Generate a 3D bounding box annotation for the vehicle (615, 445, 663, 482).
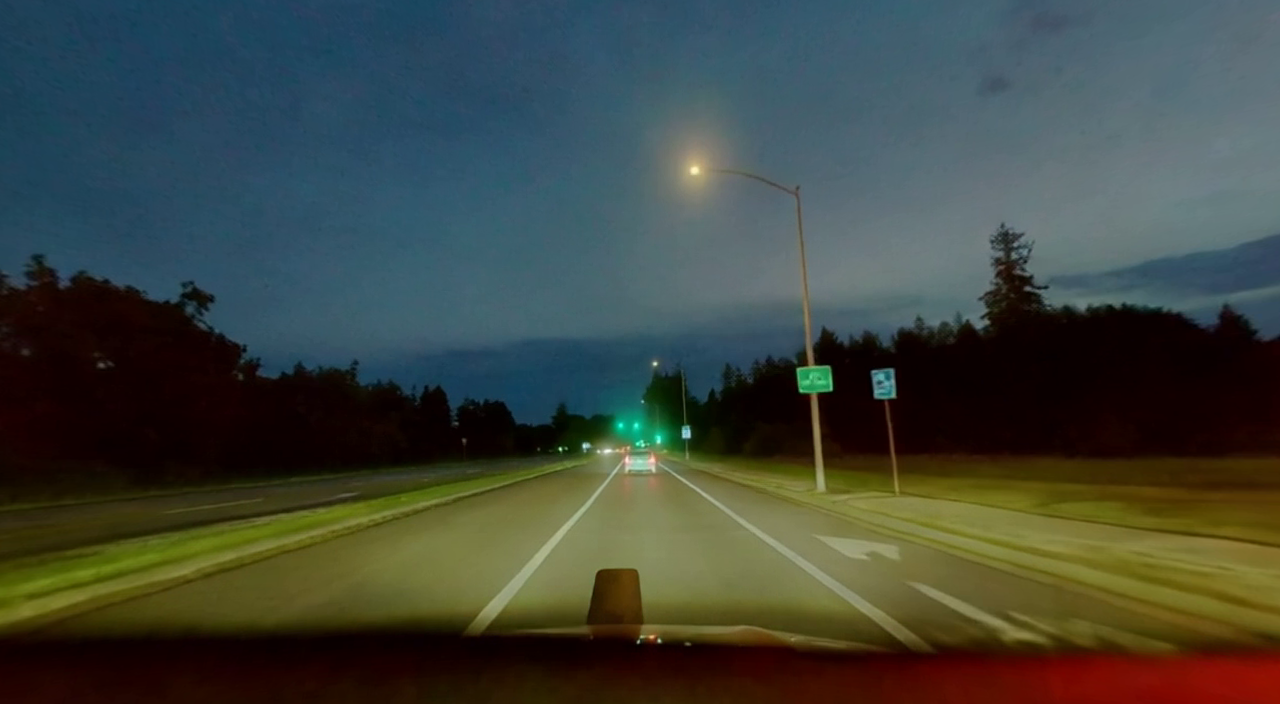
[{"bbox_3d":[-0.056,4.812,27.345,1.954,1.469,3.465,0,-9,-1],"label":"vehicle"}]
